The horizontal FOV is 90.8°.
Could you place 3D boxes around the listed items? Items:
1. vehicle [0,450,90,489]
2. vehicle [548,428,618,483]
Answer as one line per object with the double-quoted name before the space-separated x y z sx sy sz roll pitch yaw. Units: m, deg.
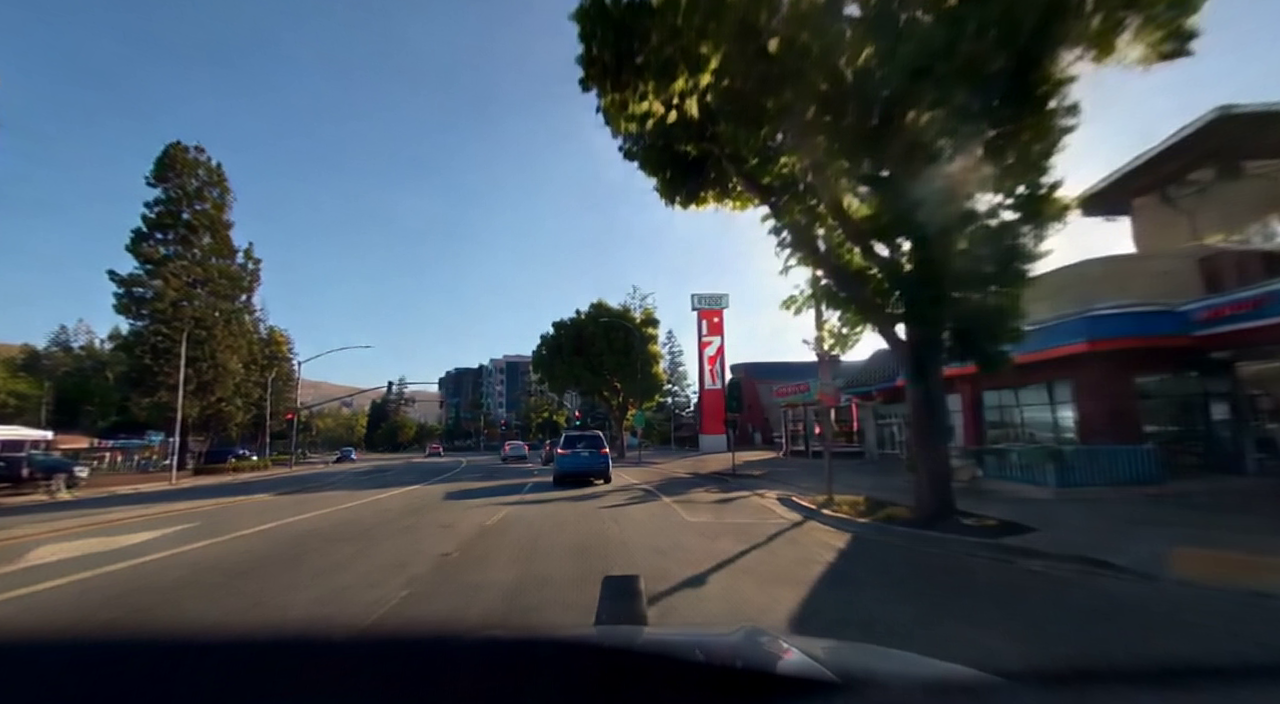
"vehicle" -31.390 5.868 31.664 5.060 1.793 2.403 2 -9 -14
"vehicle" -2.049 3.577 22.104 2.227 1.733 3.930 1 -8 -7
